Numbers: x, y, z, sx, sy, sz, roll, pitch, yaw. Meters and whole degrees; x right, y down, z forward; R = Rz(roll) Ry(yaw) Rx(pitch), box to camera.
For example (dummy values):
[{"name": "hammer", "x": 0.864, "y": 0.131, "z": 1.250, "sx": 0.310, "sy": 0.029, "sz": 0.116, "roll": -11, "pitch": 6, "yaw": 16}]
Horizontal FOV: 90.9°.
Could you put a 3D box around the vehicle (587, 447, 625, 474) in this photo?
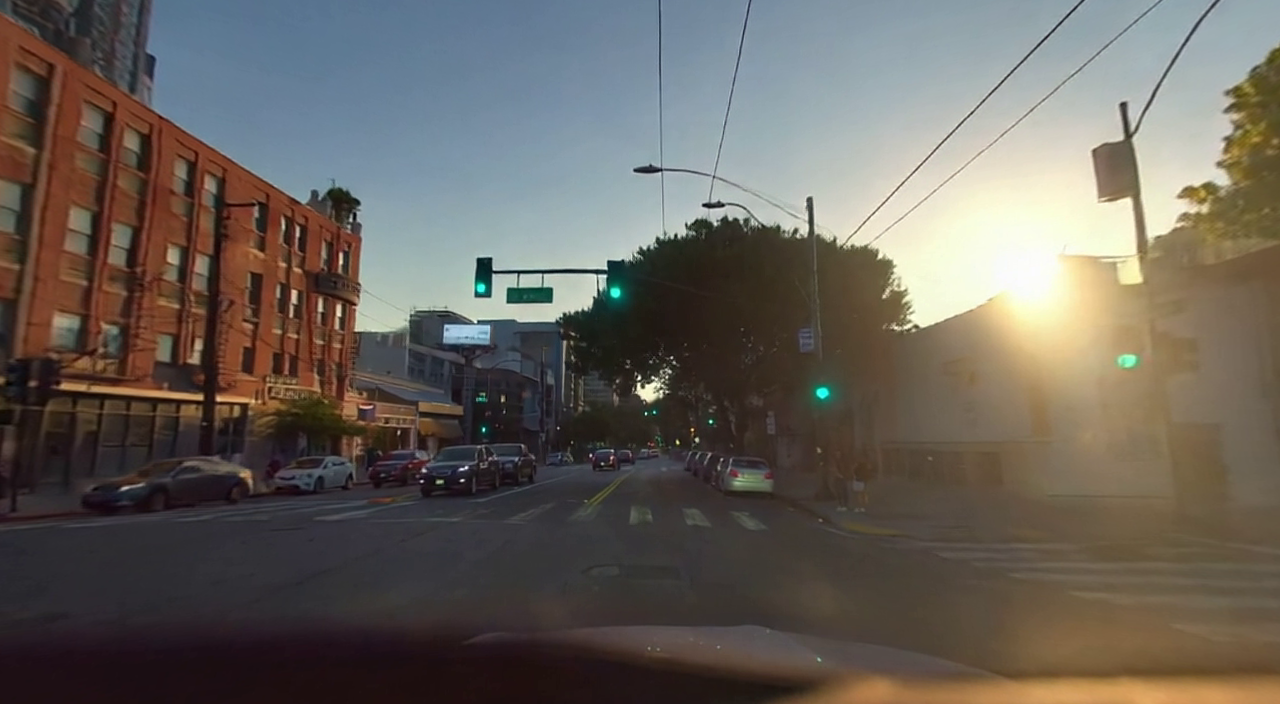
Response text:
[{"name": "vehicle", "x": -1.986, "y": 6.464, "z": 37.779, "sx": 1.973, "sy": 1.496, "sz": 3.713, "roll": 0, "pitch": -8, "yaw": 1}]

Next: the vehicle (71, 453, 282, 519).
[{"name": "vehicle", "x": -12.247, "y": 3.520, "z": 17.156, "sx": 1.934, "sy": 1.434, "sz": 4.636, "roll": -1, "pitch": -8, "yaw": 6}]

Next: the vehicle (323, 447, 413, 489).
[{"name": "vehicle", "x": -11.560, "y": 4.926, "z": 27.106, "sx": 1.933, "sy": 1.628, "sz": 3.973, "roll": 0, "pitch": -8, "yaw": 2}]

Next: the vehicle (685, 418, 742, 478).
[{"name": "vehicle", "x": 4.613, "y": 6.232, "z": 41.124, "sx": 2.989, "sy": 3.455, "sz": 7.975, "roll": 0, "pitch": -8, "yaw": 2}]

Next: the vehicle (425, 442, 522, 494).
[{"name": "vehicle", "x": -5.436, "y": 3.808, "z": 21.158, "sx": 1.942, "sy": 1.559, "sz": 4.298, "roll": 0, "pitch": -8, "yaw": 2}]

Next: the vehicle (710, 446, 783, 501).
[{"name": "vehicle", "x": 3.775, "y": 4.358, "z": 23.050, "sx": 1.924, "sy": 1.765, "sz": 3.954, "roll": 0, "pitch": -8, "yaw": -1}]
